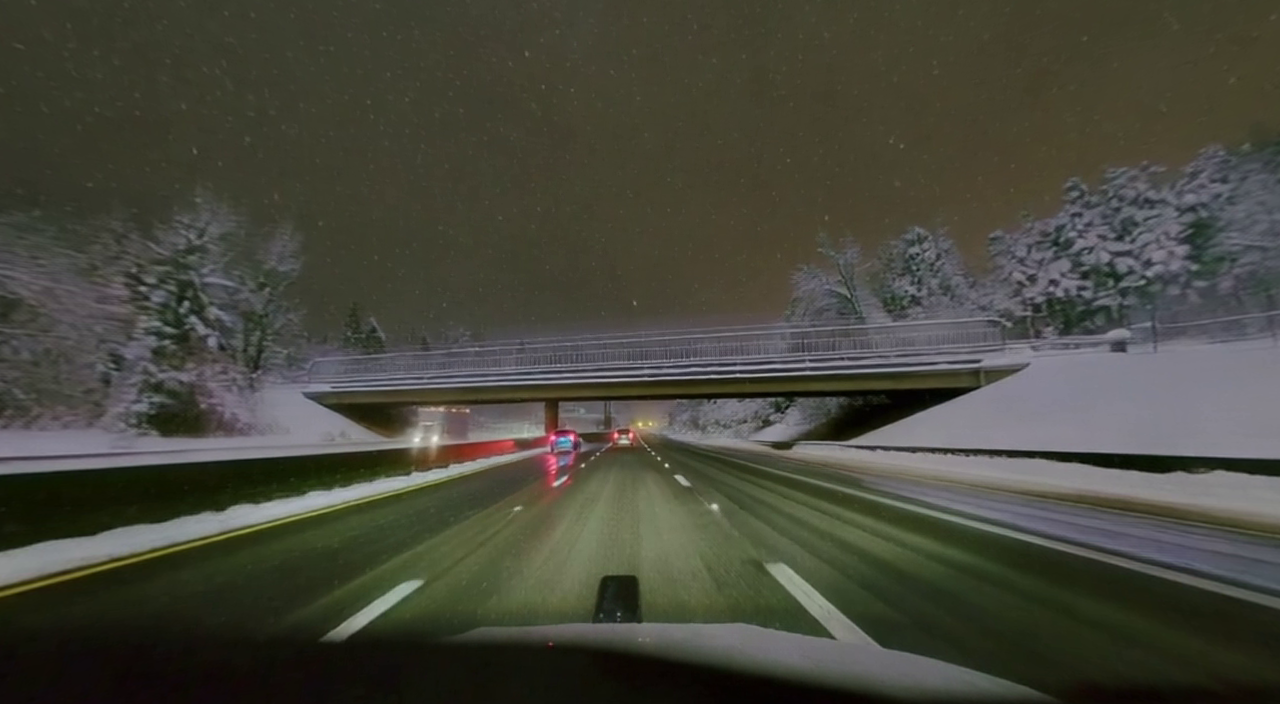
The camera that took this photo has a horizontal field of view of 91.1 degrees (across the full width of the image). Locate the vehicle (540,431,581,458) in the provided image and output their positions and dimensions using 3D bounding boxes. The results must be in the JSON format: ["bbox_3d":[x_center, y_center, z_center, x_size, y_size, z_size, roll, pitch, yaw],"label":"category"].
[{"bbox_3d":[-4.840,5.699,38.837,2.017,1.537,4.496,0,-8,0],"label":"vehicle"}]

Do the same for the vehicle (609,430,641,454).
[{"bbox_3d":[-1.035,6.382,44.654,2.116,1.625,4.004,0,-8,0],"label":"vehicle"}]
